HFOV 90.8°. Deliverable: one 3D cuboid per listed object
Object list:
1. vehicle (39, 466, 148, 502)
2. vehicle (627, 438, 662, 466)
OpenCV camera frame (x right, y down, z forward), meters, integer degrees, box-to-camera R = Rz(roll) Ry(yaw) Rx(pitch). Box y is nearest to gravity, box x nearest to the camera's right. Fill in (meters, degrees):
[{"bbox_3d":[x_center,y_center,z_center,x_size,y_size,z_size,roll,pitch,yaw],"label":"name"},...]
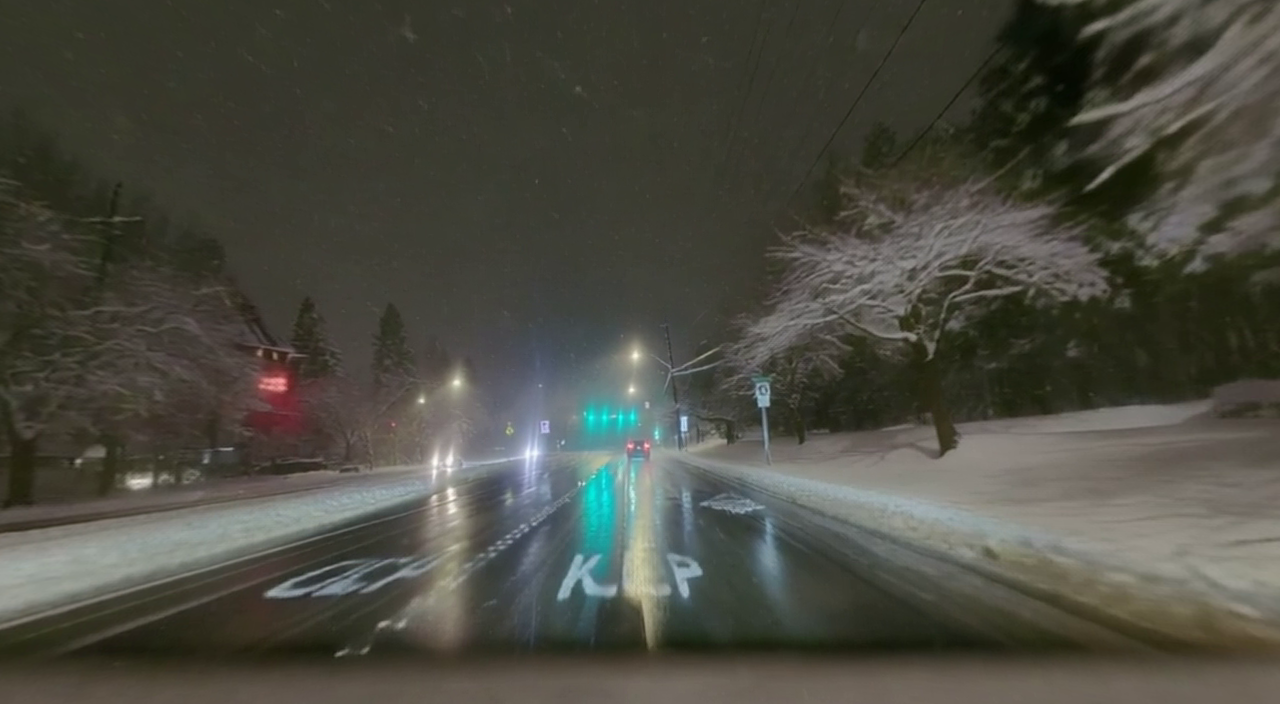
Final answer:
[{"bbox_3d":[-29.766,7.169,34.633,1.949,1.702,4.593,1,-8,-3],"label":"vehicle"},{"bbox_3d":[0.235,6.228,39.469,2.045,1.613,4.210,0,-8,-1],"label":"vehicle"}]
